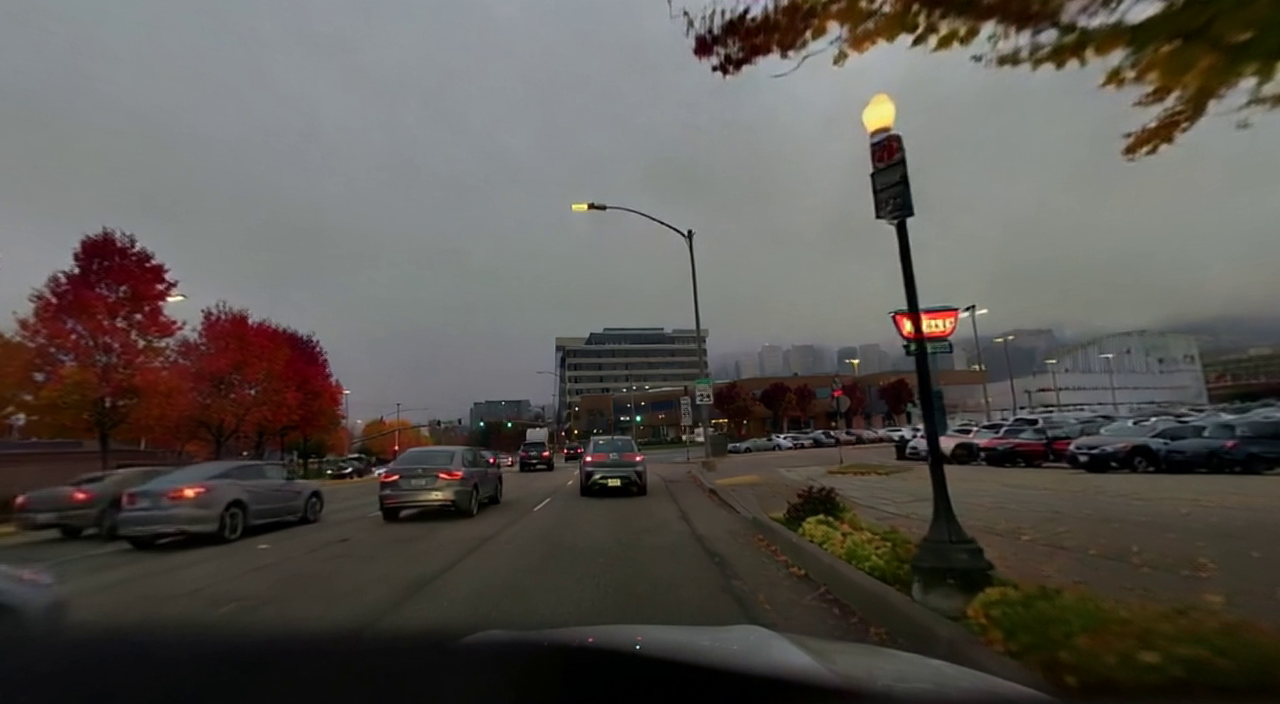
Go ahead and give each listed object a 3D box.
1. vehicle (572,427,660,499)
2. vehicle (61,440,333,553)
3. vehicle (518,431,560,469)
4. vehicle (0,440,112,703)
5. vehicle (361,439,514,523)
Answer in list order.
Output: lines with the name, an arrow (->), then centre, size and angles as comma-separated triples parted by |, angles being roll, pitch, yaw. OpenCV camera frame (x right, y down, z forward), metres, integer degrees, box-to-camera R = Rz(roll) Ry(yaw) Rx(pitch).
vehicle -> -0.707, 3.031, 17.498 | 2.144, 1.704, 4.028 | 1, -9, -3
vehicle -> -7.804, 2.524, 11.775 | 2.051, 1.681, 4.193 | 1, -9, -1
vehicle -> -5.764, 5.668, 36.358 | 2.082, 2.018, 4.308 | 2, -9, -6
vehicle -> -4.217, 0.869, 1.022 | 2.090, 1.506, 5.326 | 1, -9, 0
vehicle -> -4.307, 2.804, 14.285 | 1.974, 1.549, 4.603 | 1, -9, -1
